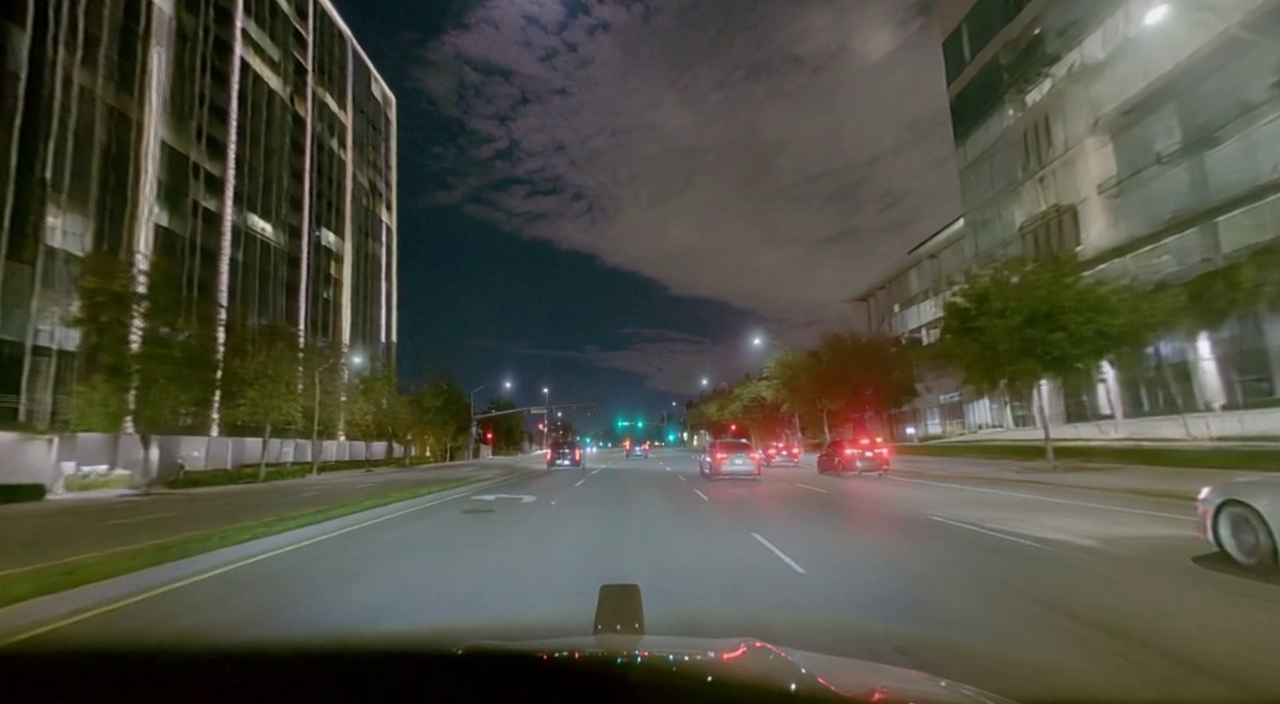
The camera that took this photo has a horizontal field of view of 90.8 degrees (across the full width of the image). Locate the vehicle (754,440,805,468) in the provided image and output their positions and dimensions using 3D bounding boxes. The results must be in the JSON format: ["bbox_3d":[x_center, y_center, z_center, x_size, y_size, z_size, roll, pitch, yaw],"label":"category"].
[{"bbox_3d":[7.913,5.842,36.263,1.884,1.478,4.164,-1,-8,-1],"label":"vehicle"}]

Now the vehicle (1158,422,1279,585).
[{"bbox_3d":[6.673,1.210,4.724,1.830,1.443,4.351,-1,-8,-1],"label":"vehicle"}]

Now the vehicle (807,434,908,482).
[{"bbox_3d":[7.767,3.819,23.076,1.944,1.503,4.723,-1,-8,-1],"label":"vehicle"}]

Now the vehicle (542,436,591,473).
[{"bbox_3d":[-3.784,5.347,33.240,2.155,1.797,3.989,-1,-8,0],"label":"vehicle"}]

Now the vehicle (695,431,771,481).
[{"bbox_3d":[3.493,4.024,24.694,2.152,1.742,4.704,-1,-8,-1],"label":"vehicle"}]
